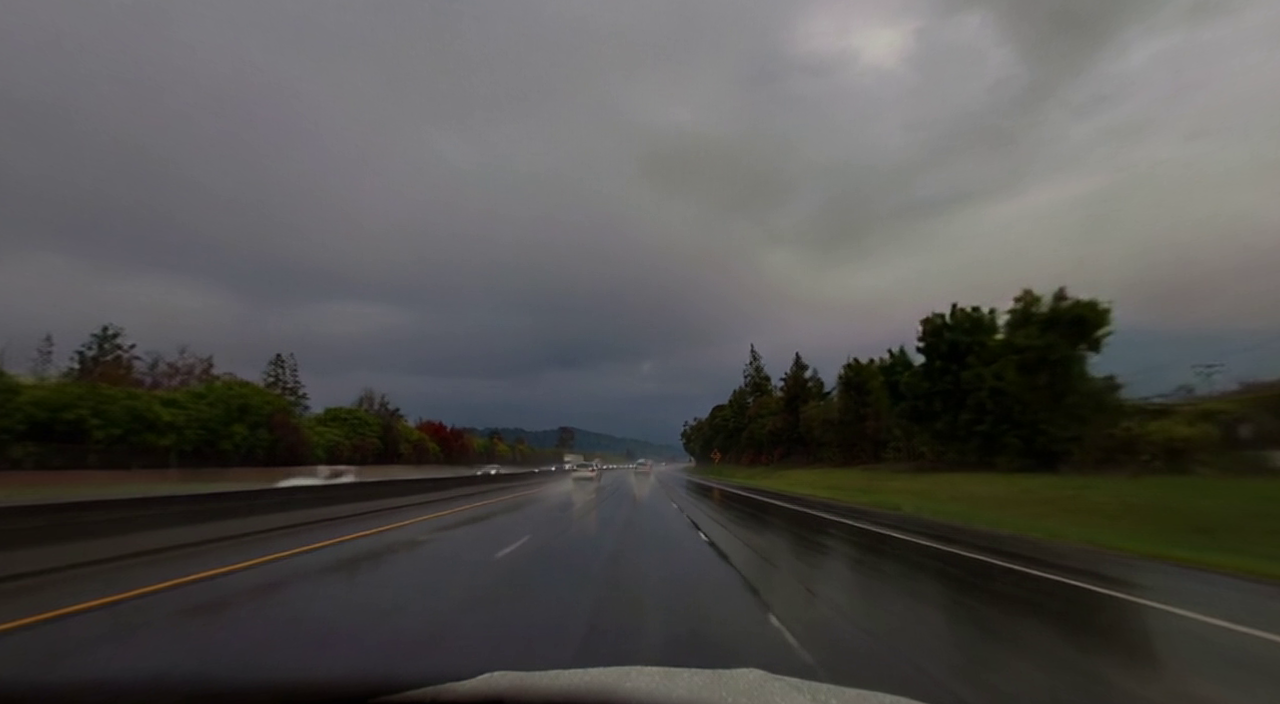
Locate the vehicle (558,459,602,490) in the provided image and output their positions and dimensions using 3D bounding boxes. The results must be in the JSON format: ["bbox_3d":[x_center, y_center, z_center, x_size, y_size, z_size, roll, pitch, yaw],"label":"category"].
[{"bbox_3d":[-3.687,7.684,39.618,2.233,1.791,4.981,1,-11,1],"label":"vehicle"}]

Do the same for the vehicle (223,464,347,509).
[{"bbox_3d":[-12.880,4.906,23.215,1.929,1.432,4.378,1,-11,1],"label":"vehicle"}]
